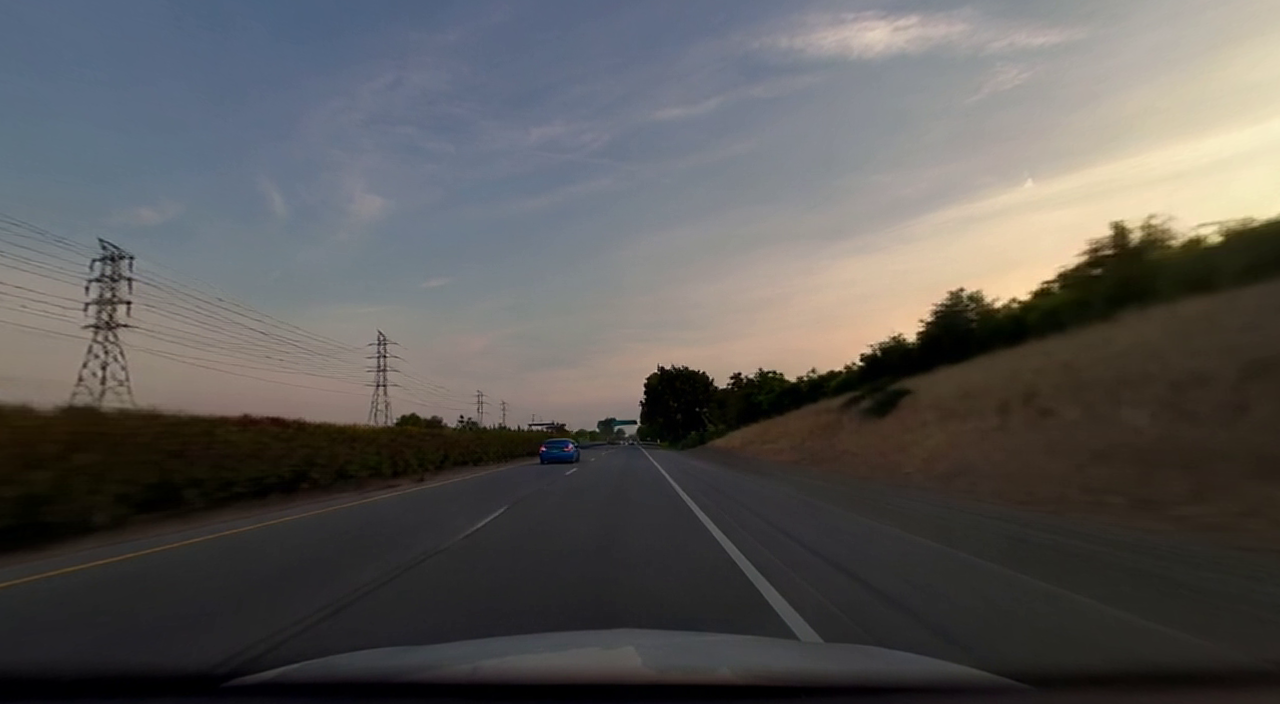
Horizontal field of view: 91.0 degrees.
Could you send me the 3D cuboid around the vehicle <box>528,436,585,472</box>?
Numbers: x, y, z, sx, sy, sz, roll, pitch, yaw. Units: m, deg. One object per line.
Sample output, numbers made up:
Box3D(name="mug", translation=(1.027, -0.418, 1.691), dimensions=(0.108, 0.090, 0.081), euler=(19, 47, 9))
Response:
Box3D(name="vehicle", translation=(-3.998, 4.965, 30.918), dimensions=(2.158, 1.604, 4.679), euler=(0, -8, 0))
